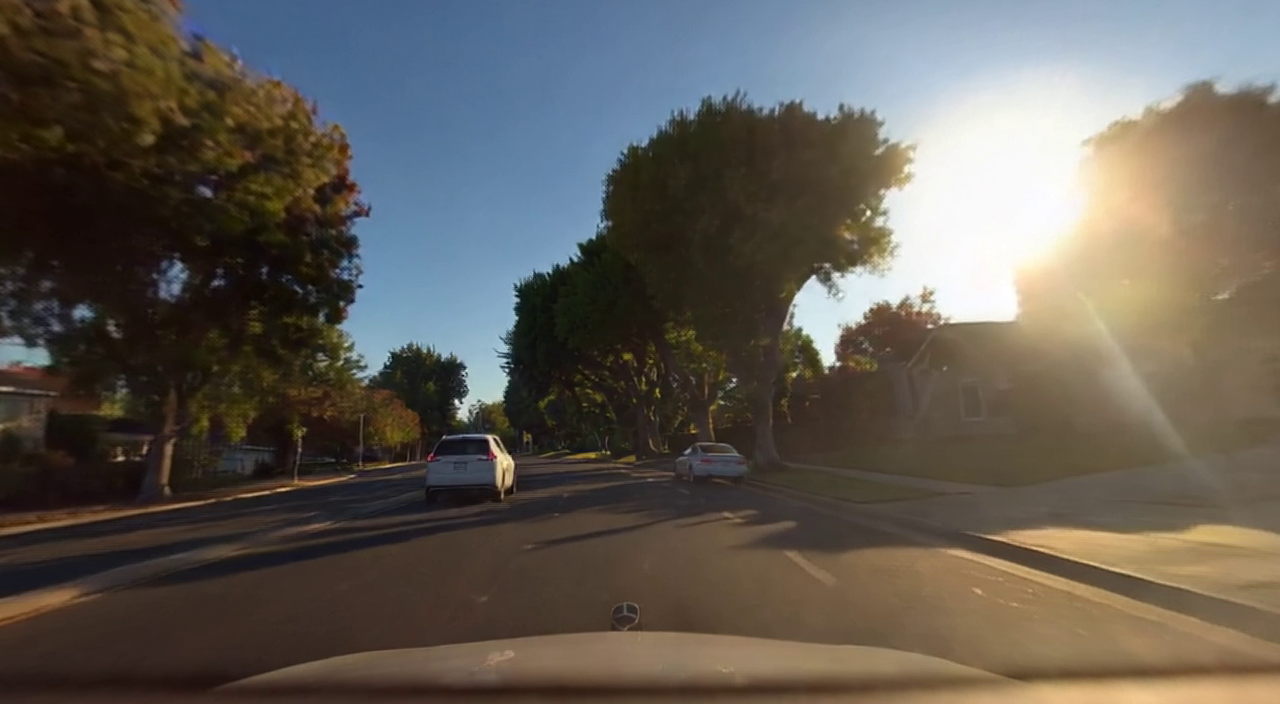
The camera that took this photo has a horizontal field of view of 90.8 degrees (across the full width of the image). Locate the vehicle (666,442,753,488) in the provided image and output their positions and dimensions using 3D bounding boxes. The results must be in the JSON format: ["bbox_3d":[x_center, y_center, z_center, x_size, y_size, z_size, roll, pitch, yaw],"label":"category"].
[{"bbox_3d":[2.375,4.014,22.877,1.928,1.447,4.386,1,-9,-10],"label":"vehicle"}]

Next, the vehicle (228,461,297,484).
[{"bbox_3d":[-26.955,8.609,45.232,3.892,1.323,1.741,-1,-8,-13],"label":"vehicle"}]

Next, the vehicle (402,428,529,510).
[{"bbox_3d":[-4.233,2.907,16.188,2.175,1.772,4.442,0,-8,-3],"label":"vehicle"}]
